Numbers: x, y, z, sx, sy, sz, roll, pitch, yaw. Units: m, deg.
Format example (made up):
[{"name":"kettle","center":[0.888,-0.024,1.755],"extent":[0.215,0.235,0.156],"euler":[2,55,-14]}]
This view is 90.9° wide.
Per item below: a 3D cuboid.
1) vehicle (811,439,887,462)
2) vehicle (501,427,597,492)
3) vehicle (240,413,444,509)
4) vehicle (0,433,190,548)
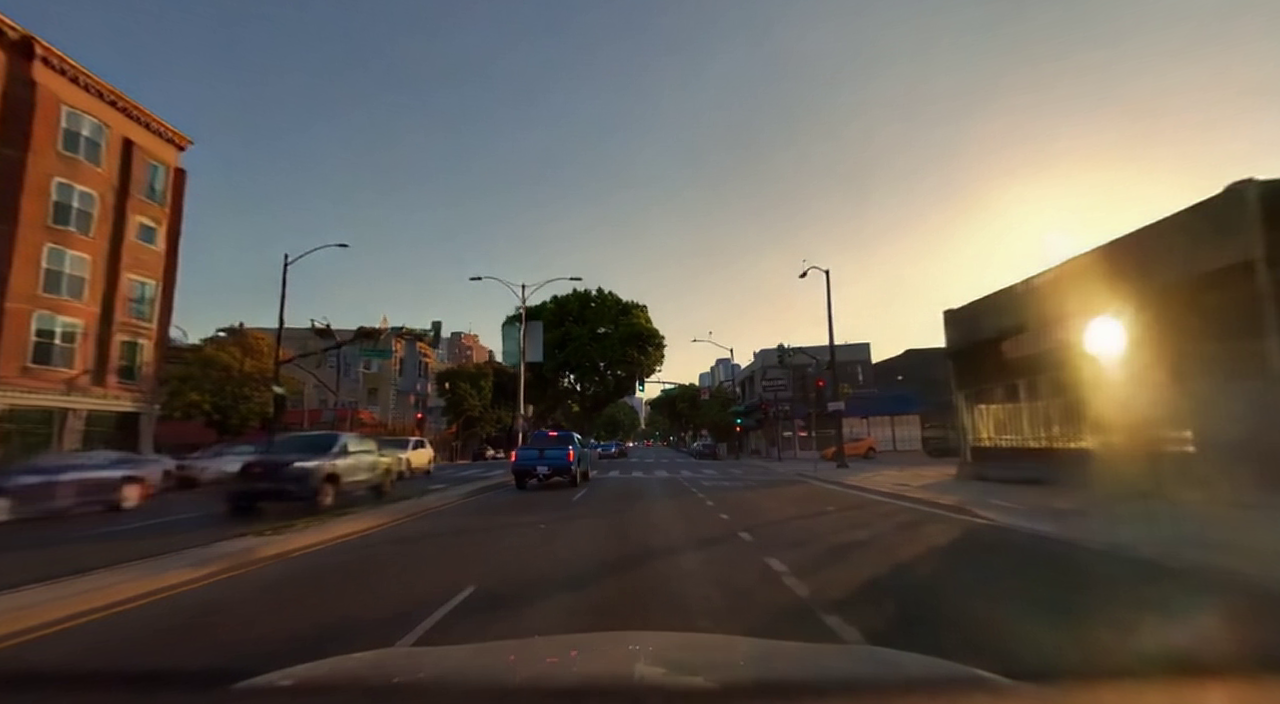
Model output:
[{"name":"vehicle","center":[14.074,6.689,42.642],"extent":[4.447,1.484,1.928],"euler":[0,-9,1]},{"name":"vehicle","center":[-2.714,3.403,20.276],"extent":[2.197,1.786,5.365],"euler":[0,-9,1]},{"name":"vehicle","center":[-7.100,2.708,16.042],"extent":[2.308,1.961,5.807],"euler":[0,-9,1]},{"name":"vehicle","center":[-10.126,2.249,10.743],"extent":[1.894,1.636,4.057],"euler":[0,-9,0]}]
